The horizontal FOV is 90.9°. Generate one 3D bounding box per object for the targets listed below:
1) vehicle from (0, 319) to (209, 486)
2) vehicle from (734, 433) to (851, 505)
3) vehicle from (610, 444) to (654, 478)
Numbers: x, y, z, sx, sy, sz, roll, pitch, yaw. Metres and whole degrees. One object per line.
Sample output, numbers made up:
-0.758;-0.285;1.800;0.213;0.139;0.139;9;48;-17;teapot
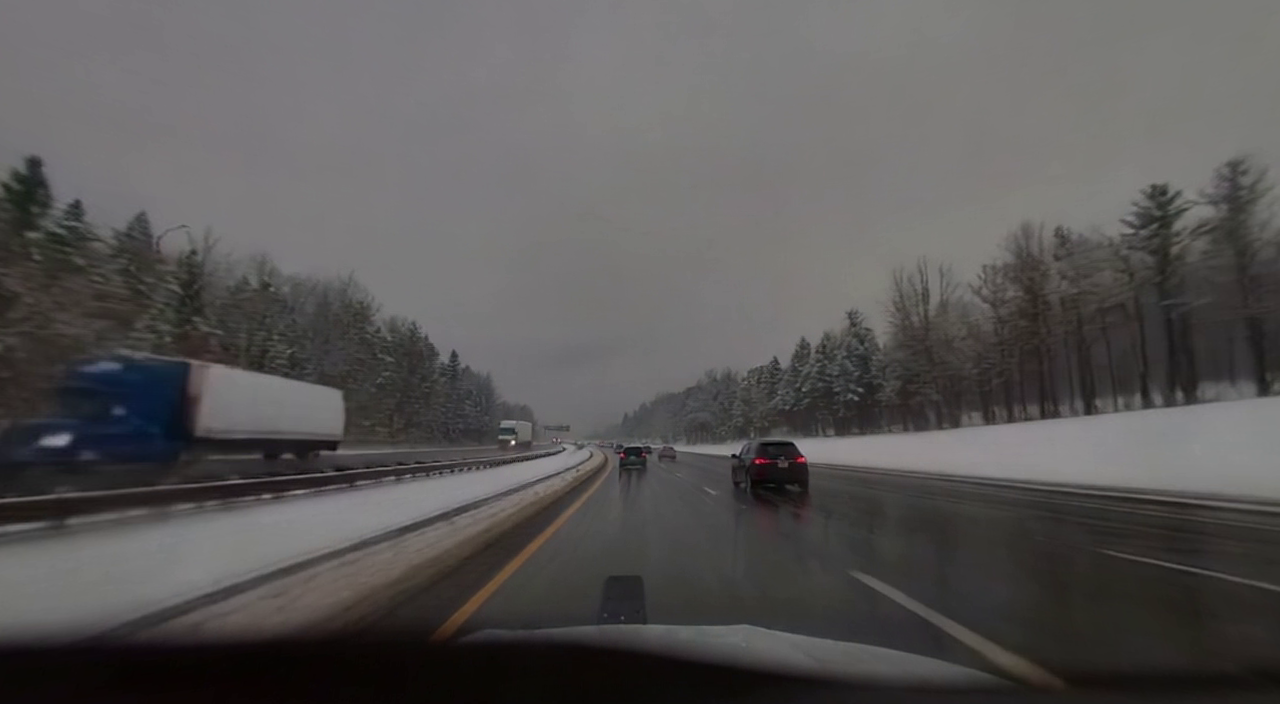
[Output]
-16.394;1.679;18.304;2.950;4.003;6.622;0;-9;-1;vehicle
3.791;2.985;16.445;2.013;1.623;3.916;0;-9;-1;vehicle
-0.444;5.358;31.145;2.050;1.534;3.771;0;-9;-2;vehicle
